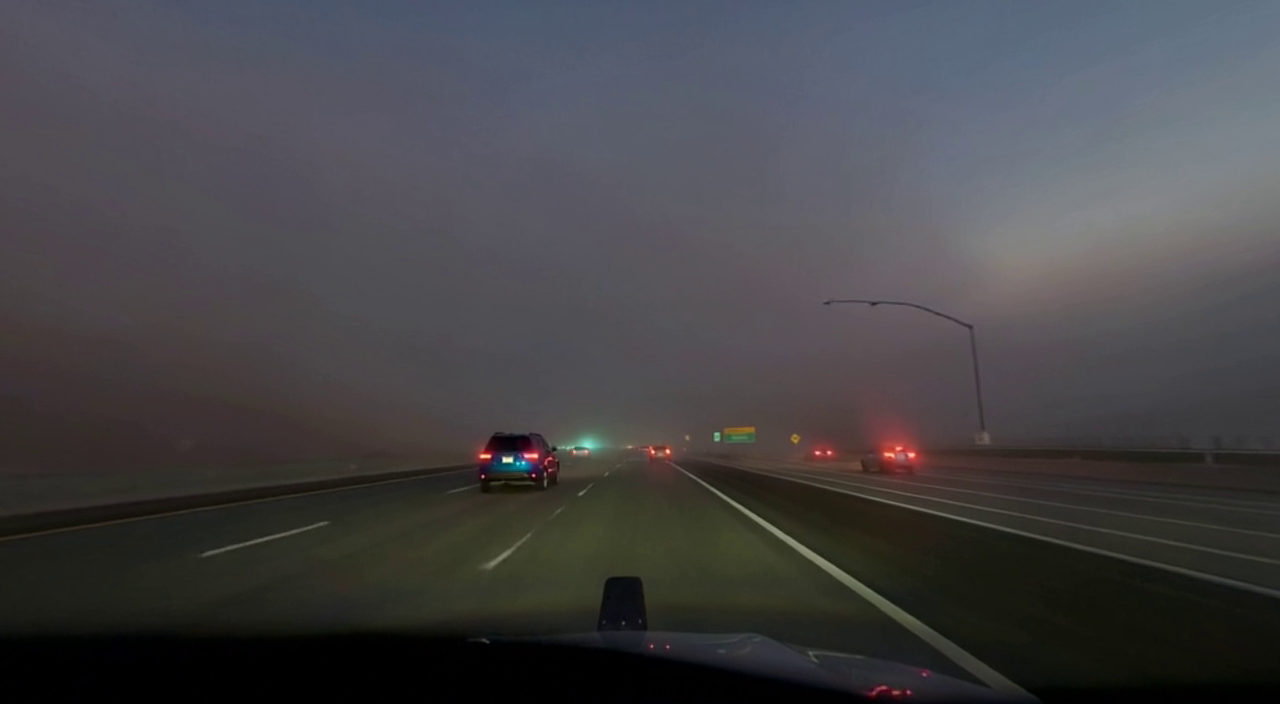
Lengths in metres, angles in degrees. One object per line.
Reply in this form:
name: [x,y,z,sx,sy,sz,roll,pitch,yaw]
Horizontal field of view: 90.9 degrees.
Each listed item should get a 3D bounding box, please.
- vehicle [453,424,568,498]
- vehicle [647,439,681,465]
vehicle: [-3.400,2.974,17.574,2.214,1.759,4.435,-1,-8,1]
vehicle: [1.509,6.431,40.671,2.023,1.589,4.030,-1,-8,1]
